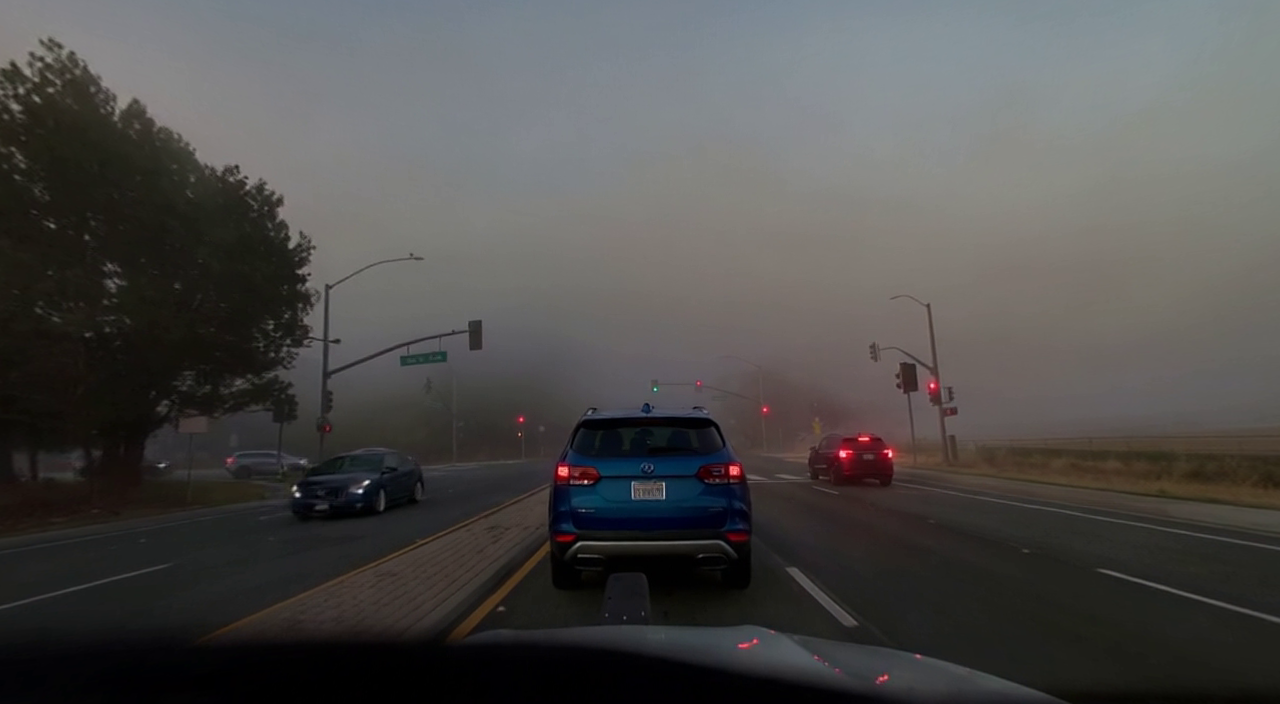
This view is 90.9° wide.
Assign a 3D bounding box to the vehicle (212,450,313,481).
[{"bbox_3d":[-21.414,6.407,35.838,4.608,1.680,2.026,-2,-8,10],"label":"vehicle"}]

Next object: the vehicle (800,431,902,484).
[{"bbox_3d":[7.121,3.603,21.825,2.012,1.636,4.352,0,-8,0],"label":"vehicle"}]

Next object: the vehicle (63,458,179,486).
[{"bbox_3d":[-29.315,6.788,35.734,4.559,1.458,2.265,0,-8,2],"label":"vehicle"}]

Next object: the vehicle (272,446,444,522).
[{"bbox_3d":[-6.391,3.001,15.057,2.425,1.480,4.707,1,-8,-7],"label":"vehicle"}]

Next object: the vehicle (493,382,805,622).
[{"bbox_3d":[0.056,1.409,6.816,2.298,1.770,4.138,0,-8,0],"label":"vehicle"}]
